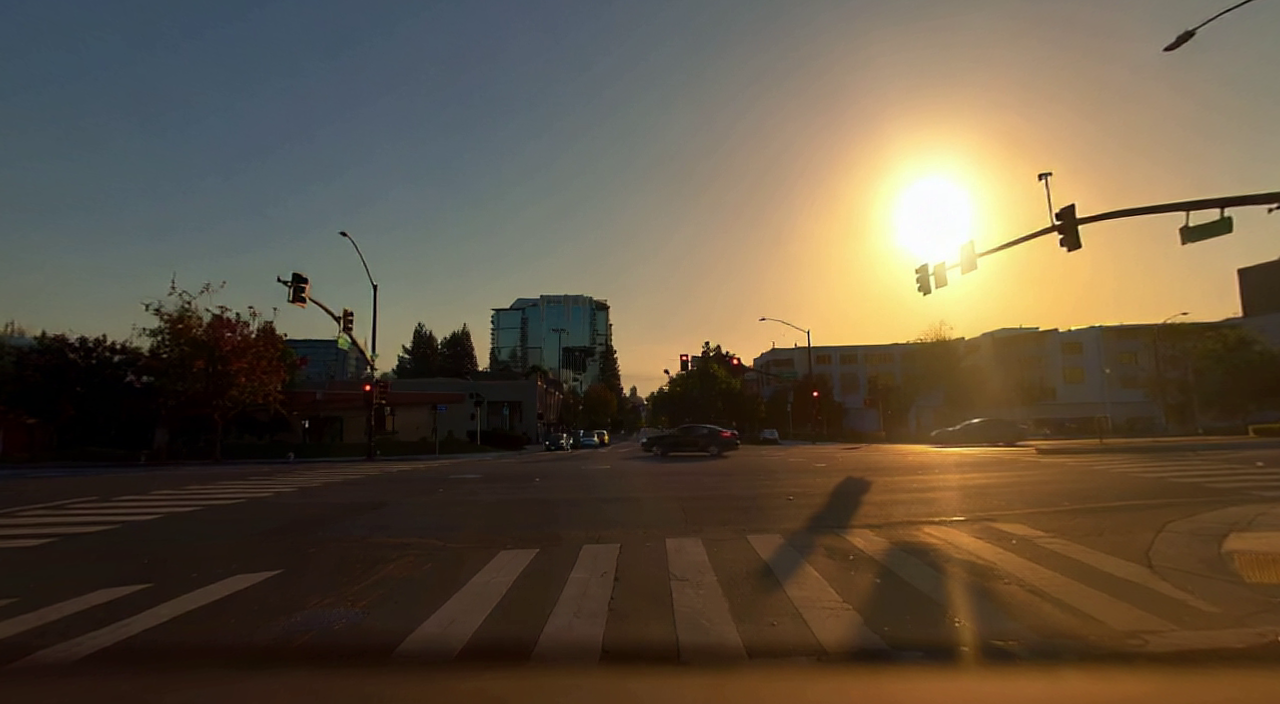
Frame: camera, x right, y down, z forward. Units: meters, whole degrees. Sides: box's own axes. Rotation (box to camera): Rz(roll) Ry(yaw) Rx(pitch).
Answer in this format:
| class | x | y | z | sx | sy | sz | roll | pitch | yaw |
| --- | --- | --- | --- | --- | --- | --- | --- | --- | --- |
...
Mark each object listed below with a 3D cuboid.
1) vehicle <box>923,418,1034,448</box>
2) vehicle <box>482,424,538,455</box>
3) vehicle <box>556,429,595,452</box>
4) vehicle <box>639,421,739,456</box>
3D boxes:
| class | x | y | z | sx | sy | sz | roll | pitch | yaw |
| --- | --- | --- | --- | --- | --- | --- | --- | --- | --- |
| vehicle | 16.718 | 4.043 | 31.251 | 4.510 | 1.431 | 1.884 | 1 | -9 | -7 |
| vehicle | -8.309 | 5.731 | 40.884 | 2.000 | 1.864 | 5.044 | -1 | -9 | 7 |
| vehicle | -4.404 | 6.173 | 43.770 | 1.919 | 1.467 | 4.086 | -1 | -9 | 6 |
| vehicle | 2.227 | 4.050 | 29.568 | 4.407 | 1.569 | 1.859 | 1 | -9 | -4 |
